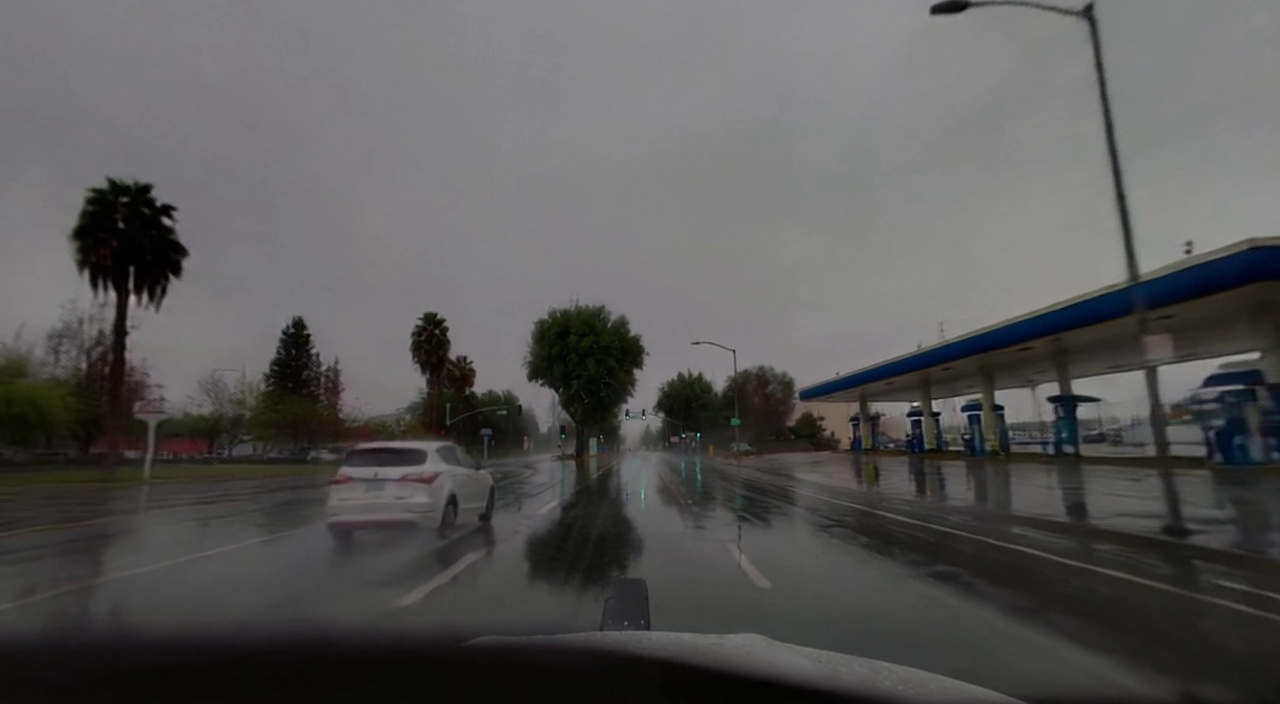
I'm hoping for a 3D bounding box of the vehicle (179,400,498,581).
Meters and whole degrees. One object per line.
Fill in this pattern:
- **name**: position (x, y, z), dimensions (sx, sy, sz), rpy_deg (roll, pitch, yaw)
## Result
- **vehicle**: position (-3.456, 1.686, 8.458), dimensions (2.011, 1.756, 4.478), rpy_deg (0, -9, 0)
